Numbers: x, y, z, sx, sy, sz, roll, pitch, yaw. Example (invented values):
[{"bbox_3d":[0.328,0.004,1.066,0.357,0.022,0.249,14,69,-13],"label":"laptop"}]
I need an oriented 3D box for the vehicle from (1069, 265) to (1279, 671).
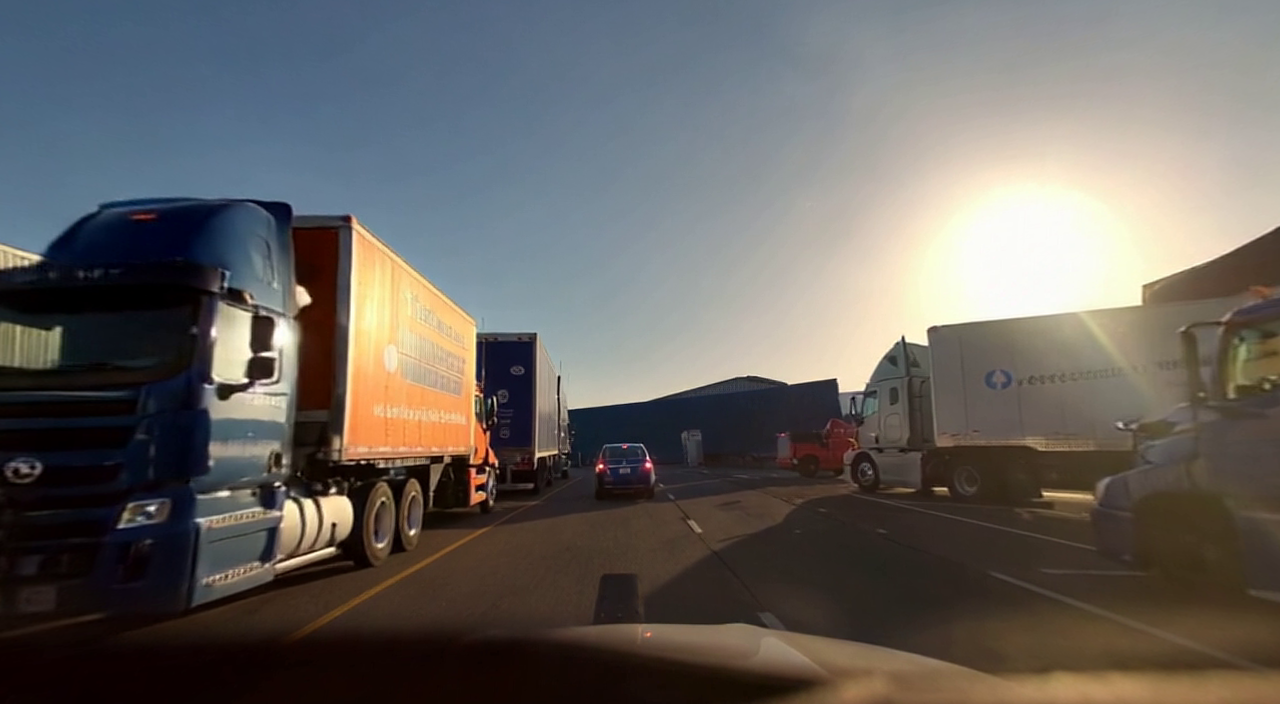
[{"bbox_3d":[5.211,0.463,2.312,2.570,2.439,6.392,0,-9,-1],"label":"vehicle"}]

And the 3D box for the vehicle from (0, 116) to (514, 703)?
[{"bbox_3d":[-3.996,0.978,8.242,2.986,3.391,9.523,0,-9,-2],"label":"vehicle"}]

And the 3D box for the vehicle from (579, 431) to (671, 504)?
[{"bbox_3d":[-0.383,3.019,16.734,2.140,1.682,3.971,0,-9,-1],"label":"vehicle"}]

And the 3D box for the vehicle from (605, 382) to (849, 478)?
[{"bbox_3d":[3.675,4.140,33.353,2.877,4.124,14.516,3,-8,-40],"label":"vehicle"}]
